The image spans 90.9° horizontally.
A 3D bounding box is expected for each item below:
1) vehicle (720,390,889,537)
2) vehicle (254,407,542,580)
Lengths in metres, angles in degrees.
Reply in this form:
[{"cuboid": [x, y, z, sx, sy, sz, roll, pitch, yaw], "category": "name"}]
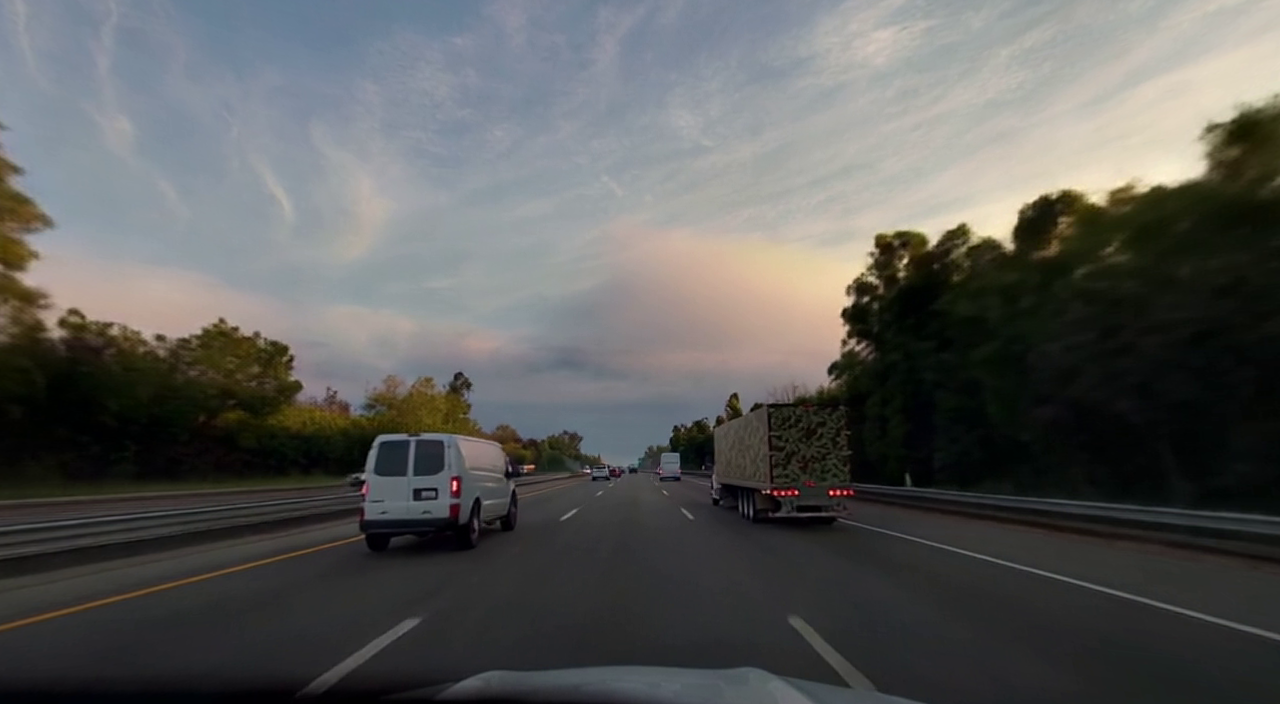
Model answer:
[{"cuboid": [3.719, 2.769, 15.661, 2.703, 2.988, 5.097, 1, -10, -1], "category": "vehicle"}, {"cuboid": [-3.153, 2.074, 9.795, 2.378, 1.930, 5.086, 1, -10, 1], "category": "vehicle"}]
